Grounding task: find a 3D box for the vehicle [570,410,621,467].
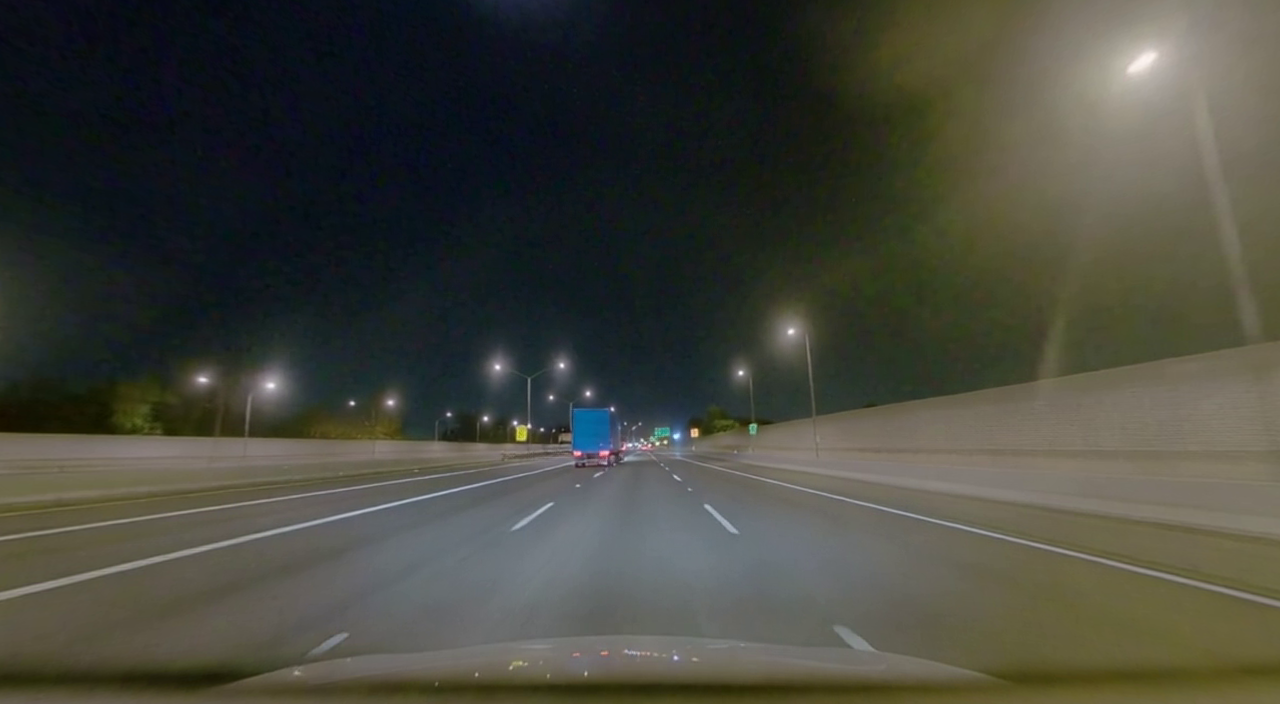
[{"bbox_3d":[-3.255,6.834,49.344,3.059,3.956,11.036,0,-9,1],"label":"vehicle"}]
